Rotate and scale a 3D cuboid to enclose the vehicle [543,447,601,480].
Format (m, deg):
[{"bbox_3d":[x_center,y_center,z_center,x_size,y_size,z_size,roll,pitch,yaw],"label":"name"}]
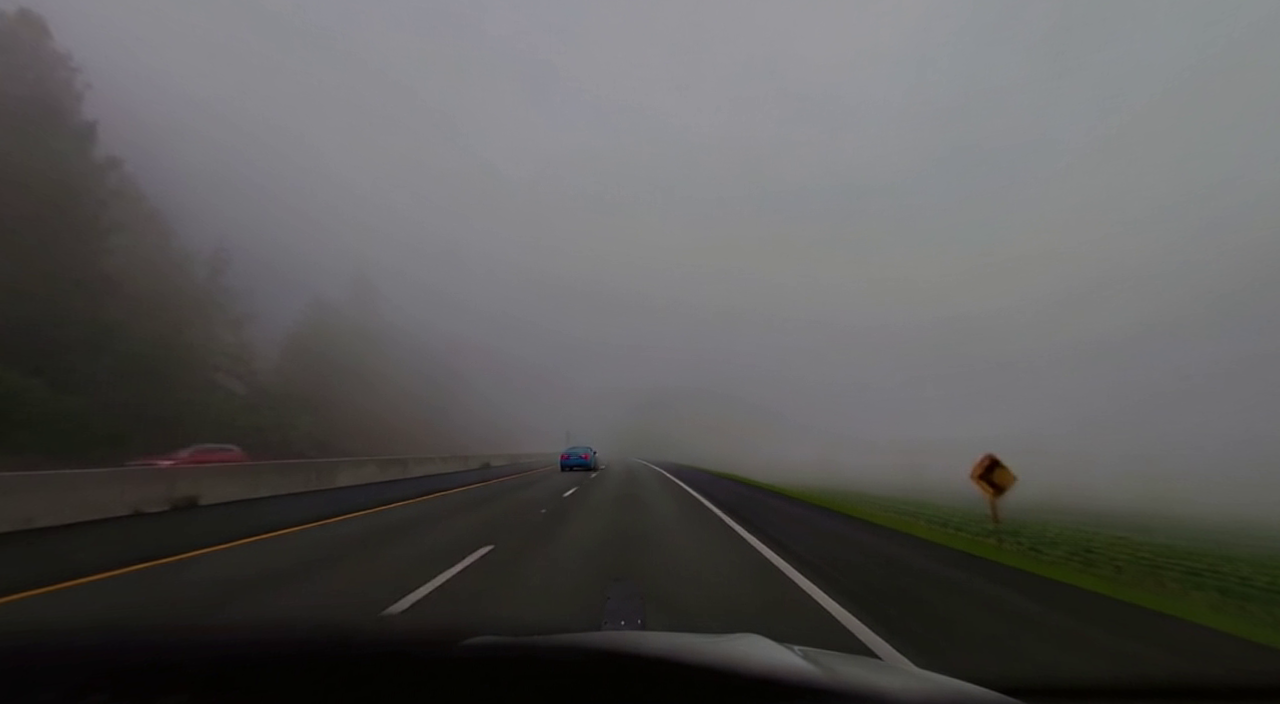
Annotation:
[{"bbox_3d":[-3.088,5.182,29.531,2.126,1.411,4.433,-1,-9,2],"label":"vehicle"}]
